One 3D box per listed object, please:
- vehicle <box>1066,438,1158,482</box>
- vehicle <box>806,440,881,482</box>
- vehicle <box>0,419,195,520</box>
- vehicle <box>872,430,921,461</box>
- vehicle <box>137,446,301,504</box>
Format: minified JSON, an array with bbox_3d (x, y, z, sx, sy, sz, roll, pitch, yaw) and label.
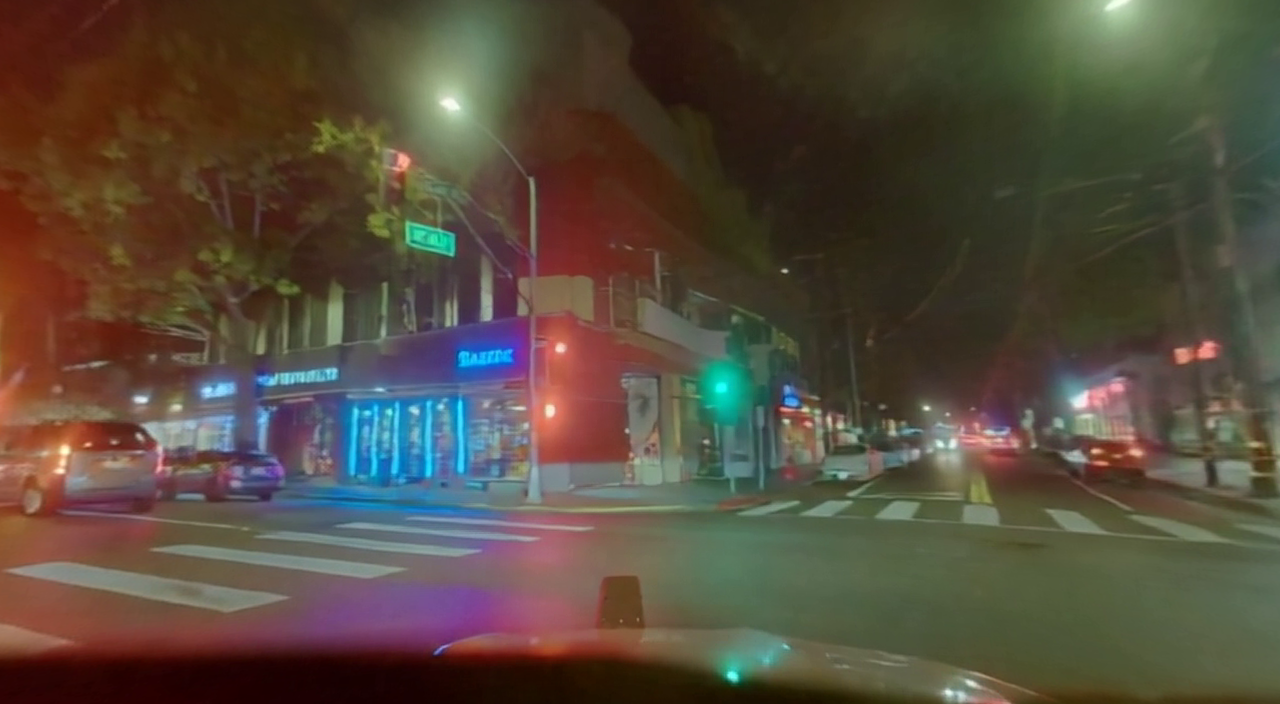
[{"bbox_3d":[17.975,4.104,24.291,2.062,1.526,3.989,-4,-9,26],"label":"vehicle"},{"bbox_3d":[8.739,4.575,26.903,2.179,1.596,4.286,-5,-9,29],"label":"vehicle"},{"bbox_3d":[-12.508,2.548,14.201,4.611,1.882,2.440,-6,-10,33],"label":"vehicle"},{"bbox_3d":[17.958,6.589,44.080,2.510,1.859,5.449,-5,-12,27],"label":"vehicle"},{"bbox_3d":[-12.838,3.658,19.242,4.703,1.550,2.059,-5,-9,28],"label":"vehicle"}]
